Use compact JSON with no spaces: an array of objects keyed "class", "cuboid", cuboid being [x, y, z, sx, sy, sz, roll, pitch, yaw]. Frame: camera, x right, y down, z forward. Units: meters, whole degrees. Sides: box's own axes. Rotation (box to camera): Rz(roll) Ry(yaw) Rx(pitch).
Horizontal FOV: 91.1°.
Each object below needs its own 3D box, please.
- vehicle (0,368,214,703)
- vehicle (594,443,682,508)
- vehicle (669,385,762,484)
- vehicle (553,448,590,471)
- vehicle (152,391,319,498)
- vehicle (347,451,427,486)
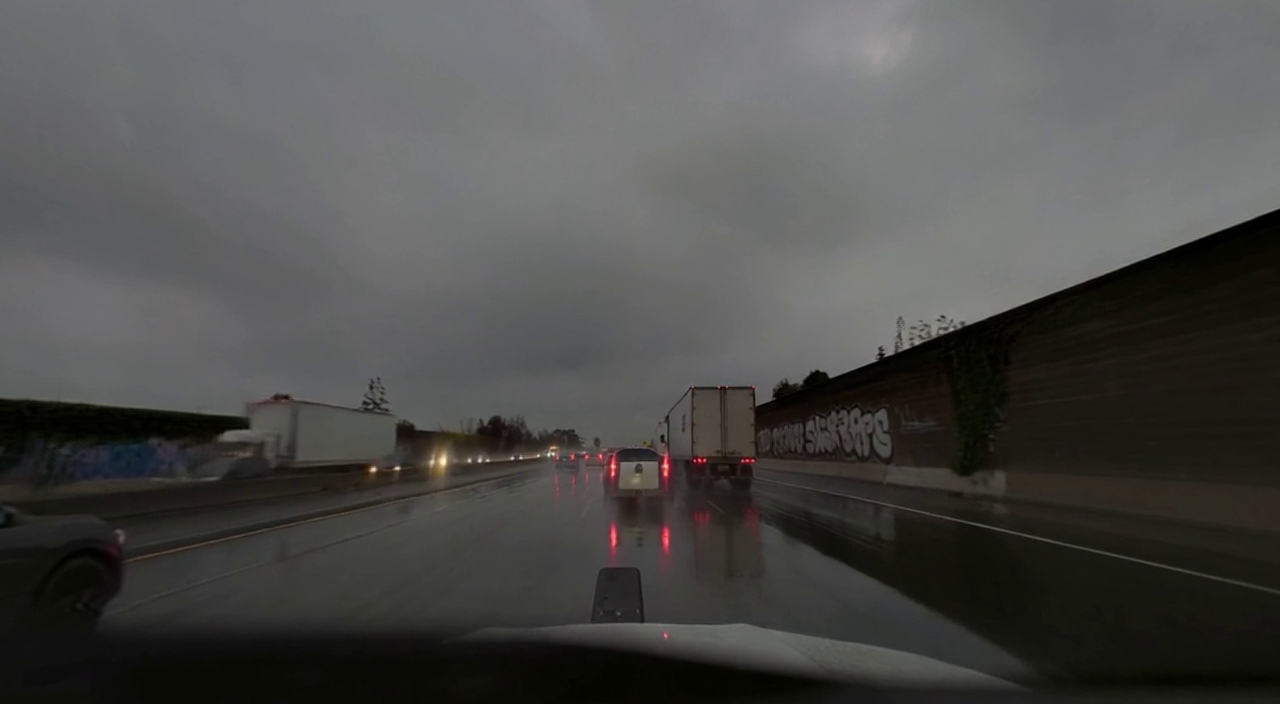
[{"class":"vehicle","cuboid":[-4.312,0.855,2.478,1.988,1.750,4.711,0,-9,-1]},{"class":"vehicle","cuboid":[-0.099,3.186,16.643,2.033,1.468,4.015,0,-9,-2]},{"class":"vehicle","cuboid":[3.425,4.474,33.169,2.902,4.014,14.446,0,-9,-1]},{"class":"vehicle","cuboid":[-4.692,7.425,43.517,2.067,1.481,4.085,-1,-9,1]},{"class":"vehicle","cuboid":[-16.523,3.861,26.326,3.007,3.926,5.826,0,-9,-1]},{"class":"vehicle","cuboid":[-12.024,5.564,30.270,1.985,1.486,4.568,0,-9,0]}]
